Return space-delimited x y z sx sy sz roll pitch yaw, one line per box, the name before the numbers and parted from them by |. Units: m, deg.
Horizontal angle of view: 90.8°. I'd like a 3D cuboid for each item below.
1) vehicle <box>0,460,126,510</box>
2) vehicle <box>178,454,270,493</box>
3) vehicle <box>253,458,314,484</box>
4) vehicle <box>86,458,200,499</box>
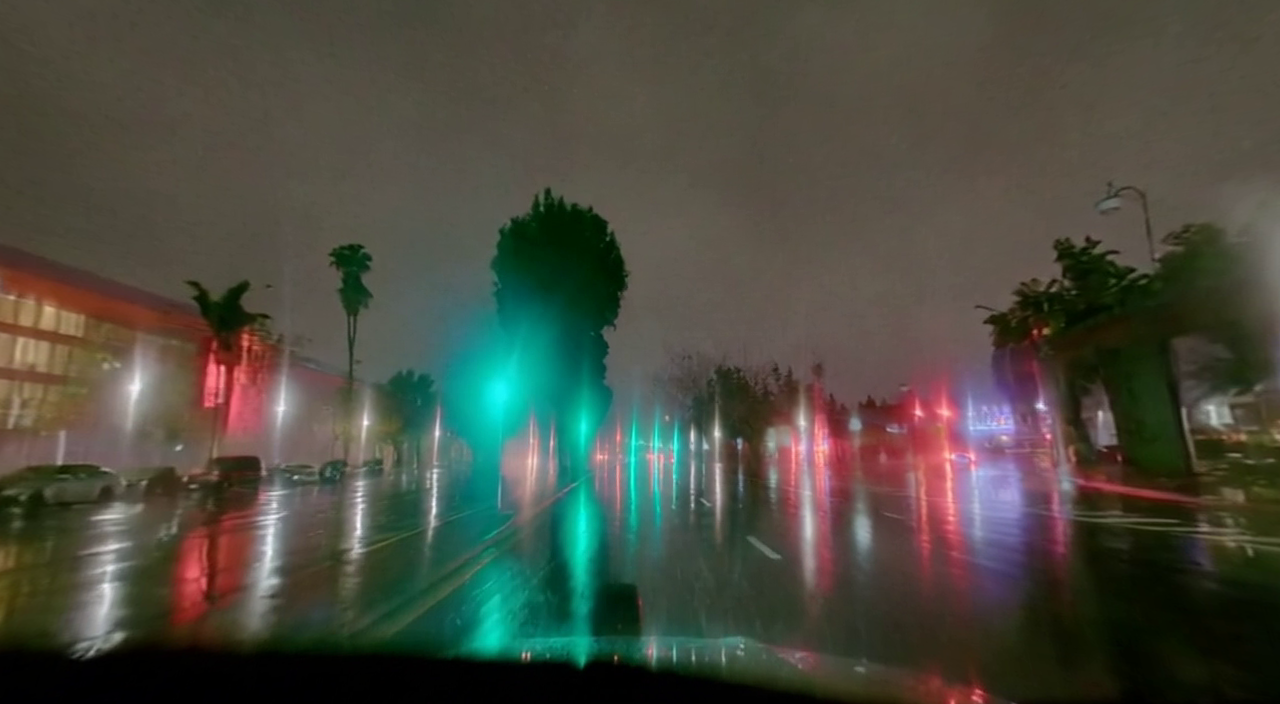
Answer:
vehicle | -25.281 5.604 27.156 2.099 1.814 5.092 0 -9 -1
vehicle | -25.614 7.435 39.189 2.291 2.040 5.186 -3 -8 -1
vehicle | -26.533 8.855 47.155 1.972 1.729 4.782 0 -9 -3
vehicle | -25.660 6.527 32.925 2.136 1.843 5.019 0 -9 -4
